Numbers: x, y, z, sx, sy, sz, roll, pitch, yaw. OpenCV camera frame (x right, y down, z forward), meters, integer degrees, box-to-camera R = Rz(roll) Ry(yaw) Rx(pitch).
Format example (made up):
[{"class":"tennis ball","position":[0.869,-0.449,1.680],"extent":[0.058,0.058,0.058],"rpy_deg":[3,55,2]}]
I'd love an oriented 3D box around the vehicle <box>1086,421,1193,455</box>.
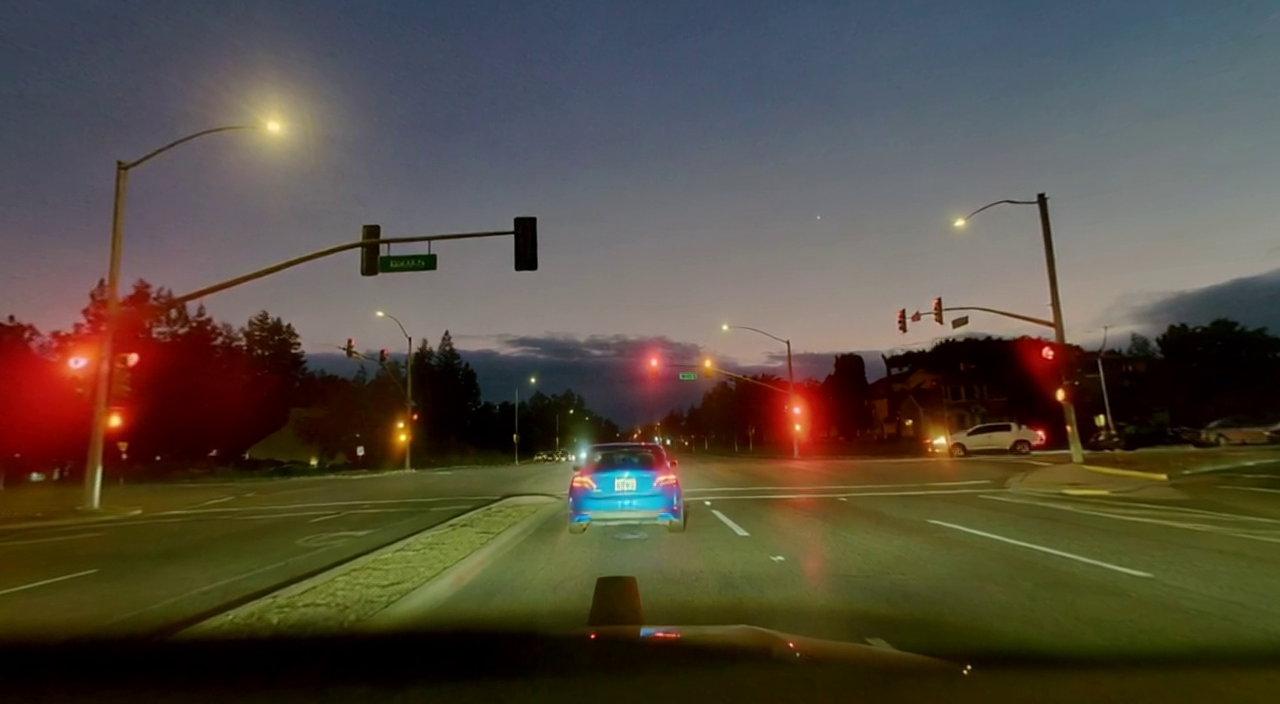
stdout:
[{"class":"vehicle","position":[28.658,4.944,36.326],"extent":[4.557,1.899,1.996],"rpy_deg":[0,-9,-5]}]

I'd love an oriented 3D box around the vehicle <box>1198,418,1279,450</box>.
[{"class":"vehicle","position":[35.927,4.799,36.901],"extent":[4.735,1.784,2.094],"rpy_deg":[1,-7,-3]}]

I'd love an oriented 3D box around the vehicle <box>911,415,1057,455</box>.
[{"class":"vehicle","position":[17.956,4.369,33.271],"extent":[6.025,2.000,2.876],"rpy_deg":[0,-7,-2]}]

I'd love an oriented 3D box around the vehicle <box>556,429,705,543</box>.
[{"class":"vehicle","position":[0.049,2.156,10.894],"extent":[2.074,1.570,3.647],"rpy_deg":[0,-8,7]}]
